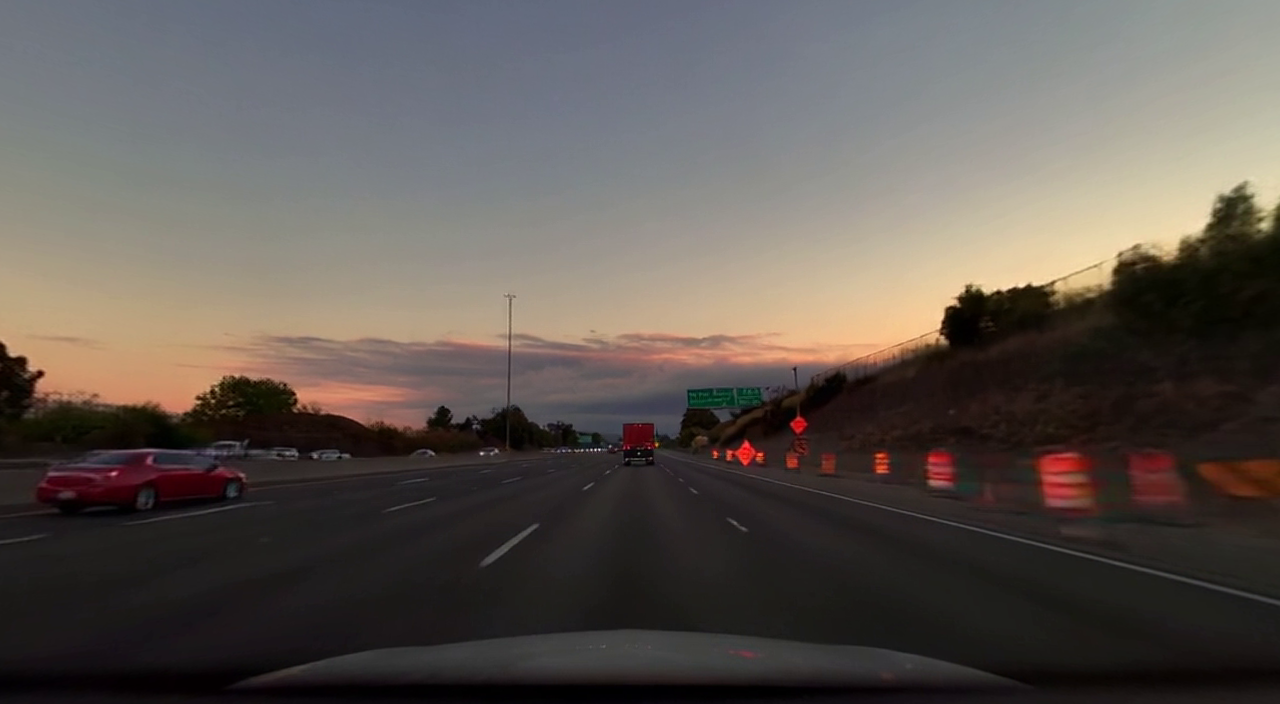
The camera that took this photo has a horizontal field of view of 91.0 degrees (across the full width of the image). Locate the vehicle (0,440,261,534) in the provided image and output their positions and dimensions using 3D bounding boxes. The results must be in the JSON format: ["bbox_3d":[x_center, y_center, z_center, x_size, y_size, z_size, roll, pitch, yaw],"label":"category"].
[{"bbox_3d":[-10.401,2.622,12.966,2.096,1.538,4.998,0,-9,0],"label":"vehicle"}]
